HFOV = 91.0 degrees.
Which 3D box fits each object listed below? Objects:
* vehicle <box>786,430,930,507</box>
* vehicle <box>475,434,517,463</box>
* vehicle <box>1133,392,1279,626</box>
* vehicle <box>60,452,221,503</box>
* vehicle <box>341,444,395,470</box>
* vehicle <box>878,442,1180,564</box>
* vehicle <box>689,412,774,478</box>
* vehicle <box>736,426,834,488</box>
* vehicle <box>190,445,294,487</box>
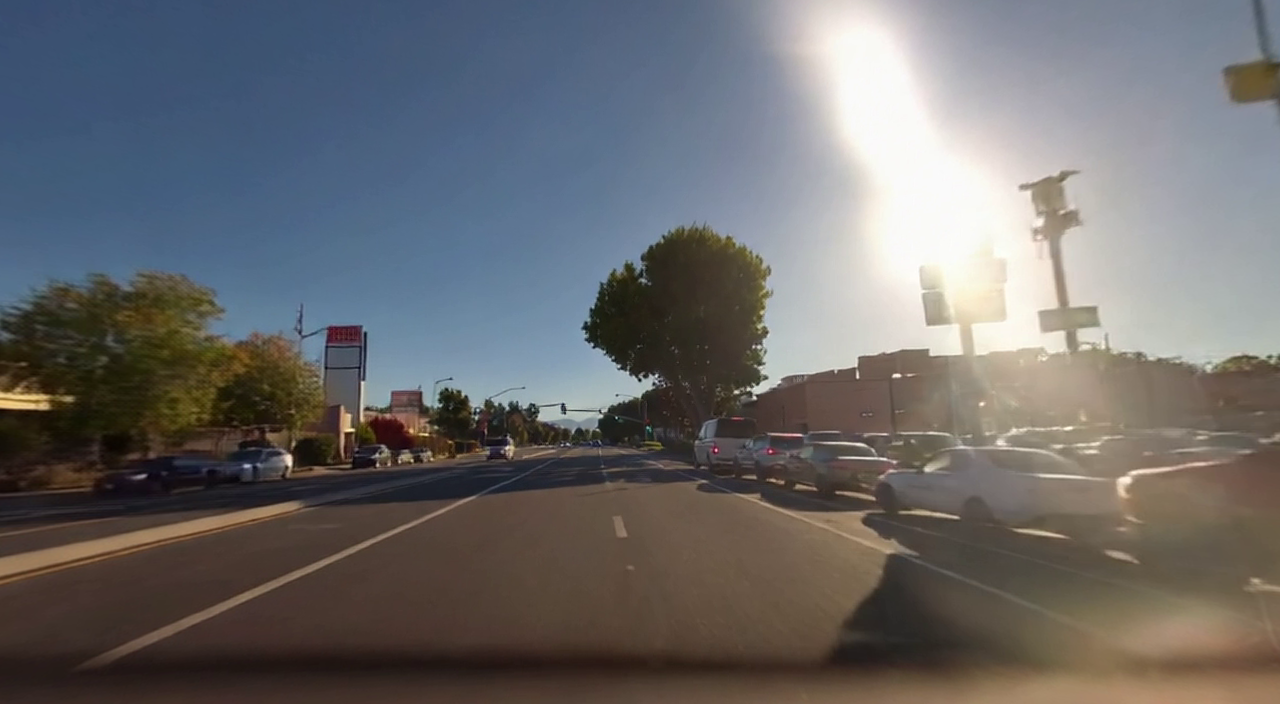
[{"bbox_3d":[5.578,3.030,16.834,1.952,1.771,4.385,1,-8,-5],"label":"vehicle"},{"bbox_3d":[-10.604,7.125,46.684,2.235,2.023,4.923,1,-8,-4],"label":"vehicle"},{"bbox_3d":[6.373,1.070,3.700,2.092,1.887,5.632,1,-8,-4],"label":"vehicle"},{"bbox_3d":[-17.049,4.261,21.852,2.036,1.478,4.615,0,-8,-4],"label":"vehicle"},{"bbox_3d":[-18.509,7.161,43.086,2.021,1.695,4.372,1,-8,-4],"label":"vehicle"},{"bbox_3d":[5.758,2.232,10.237,1.902,1.494,4.622,0,-8,-1],"label":"vehicle"},{"bbox_3d":[4.378,4.584,31.477,2.739,2.866,6.142,-1,-7,-5],"label":"vehicle"},{"bbox_3d":[5.136,3.807,23.200,2.002,2.010,5.145,1,-8,-5],"label":"vehicle"},{"bbox_3d":[-17.489,4.984,27.935,1.928,1.718,4.279,0,-8,-3],"label":"vehicle"}]
